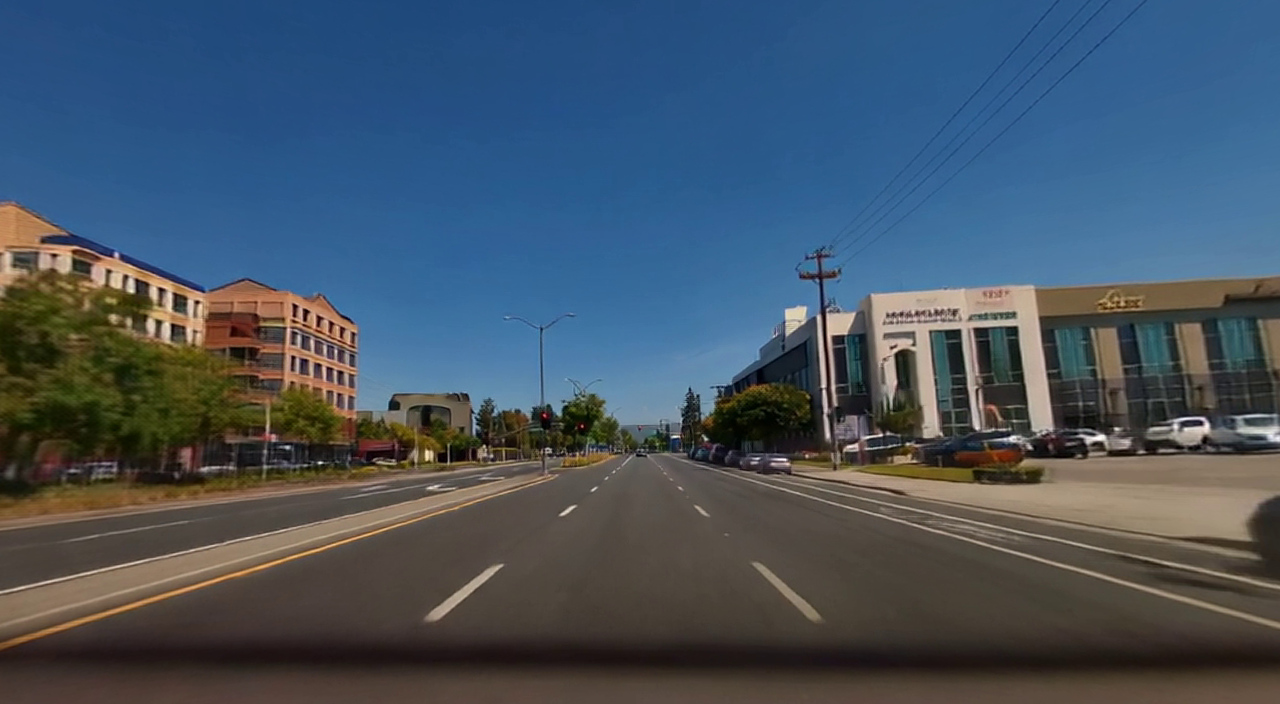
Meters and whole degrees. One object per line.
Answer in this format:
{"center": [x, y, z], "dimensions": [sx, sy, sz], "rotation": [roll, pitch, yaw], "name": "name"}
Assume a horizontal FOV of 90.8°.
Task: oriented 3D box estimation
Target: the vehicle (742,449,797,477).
{"center": [7.447, 6.425, 36.792], "dimensions": [2.066, 1.451, 4.783], "rotation": [0, -8, -2], "name": "vehicle"}
